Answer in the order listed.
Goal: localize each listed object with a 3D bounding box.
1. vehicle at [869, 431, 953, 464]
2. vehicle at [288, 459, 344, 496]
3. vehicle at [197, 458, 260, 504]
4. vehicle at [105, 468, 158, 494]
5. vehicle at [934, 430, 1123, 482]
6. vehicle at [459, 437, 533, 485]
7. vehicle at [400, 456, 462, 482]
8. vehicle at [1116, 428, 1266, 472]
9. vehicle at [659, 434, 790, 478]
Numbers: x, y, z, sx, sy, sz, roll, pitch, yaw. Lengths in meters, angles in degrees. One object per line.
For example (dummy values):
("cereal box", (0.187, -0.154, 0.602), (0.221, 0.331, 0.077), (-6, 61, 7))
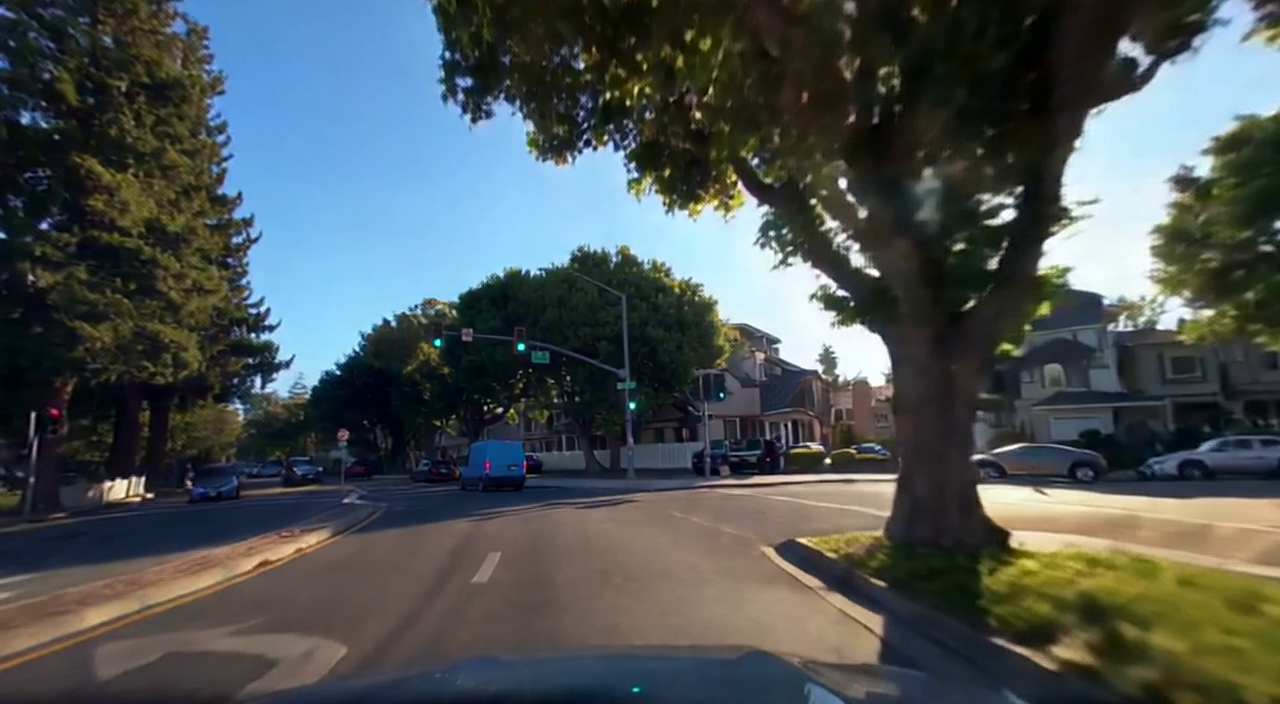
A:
("vehicle", (16.384, 5.767, 38.239), (4.268, 1.765, 1.989), (-5, -5, 33))
("vehicle", (-15.040, 5.722, 29.200), (1.952, 1.461, 4.377), (5, -10, -30))
("vehicle", (-18.206, 5.649, 28.131), (2.078, 1.783, 4.670), (5, -10, -31))
("vehicle", (-36.771, 9.359, 45.667), (4.290, 1.497, 2.093), (-12, -10, 38))
("vehicle", (11.873, 3.233, 19.681), (4.509, 1.481, 2.027), (-2, -9, 13))
("vehicle", (-7.068, 5.226, 30.606), (2.213, 2.124, 4.809), (4, -10, -28))
("vehicle", (-12.646, 7.013, 38.127), (2.008, 1.445, 4.386), (7, -11, -40))
("vehicle", (21.298, 3.842, 24.681), (4.082, 1.591, 1.916), (-7, -11, 35))
("vehicle", (4.229, 5.279, 32.256), (6.104, 2.026, 2.514), (-6, -11, 35))
